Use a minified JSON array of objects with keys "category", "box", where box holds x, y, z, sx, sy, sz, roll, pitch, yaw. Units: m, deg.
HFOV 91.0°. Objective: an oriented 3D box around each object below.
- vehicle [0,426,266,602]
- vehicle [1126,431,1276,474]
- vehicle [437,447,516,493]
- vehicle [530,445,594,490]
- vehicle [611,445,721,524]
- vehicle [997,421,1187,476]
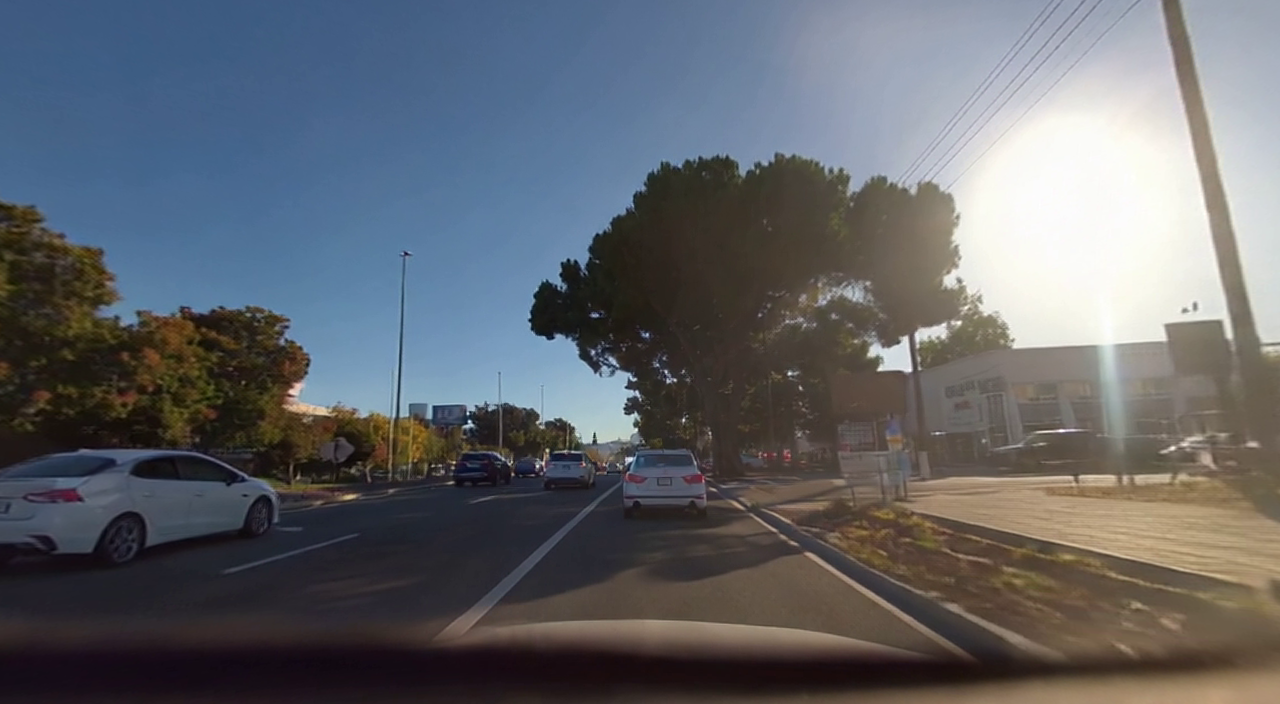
[{"category":"vehicle","box":[-7.050,1.842,7.957,1.968,1.657,4.230,0,-9,1]},{"category":"vehicle","box":[22.257,4.010,25.136,4.220,1.550,1.935,-8,-12,43]},{"category":"vehicle","box":[-6.860,4.964,26.976,2.032,1.767,4.549,0,-9,1]},{"category":"vehicle","box":[-3.241,4.925,27.281,2.055,1.725,4.732,0,-9,1]},{"category":"vehicle","box":[0.518,2.831,14.053,2.091,1.494,3.962,0,-8,1]},{"category":"vehicle","box":[18.003,3.870,25.337,5.852,1.962,2.323,-8,-11,41]}]
